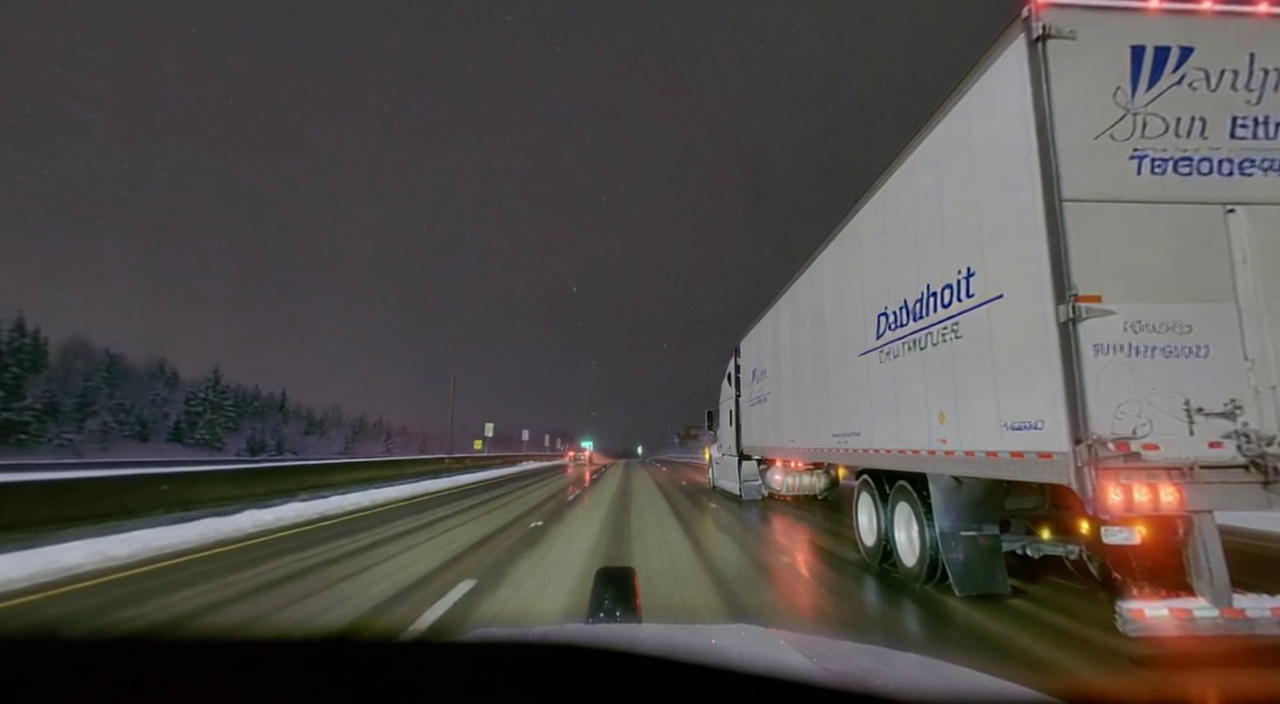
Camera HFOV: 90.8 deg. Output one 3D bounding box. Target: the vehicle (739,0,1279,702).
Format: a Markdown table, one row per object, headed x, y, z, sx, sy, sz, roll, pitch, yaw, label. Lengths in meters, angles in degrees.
| x | y | z | sx | sy | sz | roll | pitch | yaw | label |
| --- | --- | --- | --- | --- | --- | --- | --- | --- | --- |
| 3.969 | 0.616 | 9.709 | 2.962 | 4.132 | 12.720 | 0 | -8 | 1 | vehicle |

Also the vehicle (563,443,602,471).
| x | y | z | sx | sy | sz | roll | pitch | yaw | label |
| --- | --- | --- | --- | --- | --- | --- | --- | --- | --- |
| -3.528 | 6.531 | 39.505 | 2.030 | 1.657 | 3.926 | 0 | -8 | 0 | vehicle |
